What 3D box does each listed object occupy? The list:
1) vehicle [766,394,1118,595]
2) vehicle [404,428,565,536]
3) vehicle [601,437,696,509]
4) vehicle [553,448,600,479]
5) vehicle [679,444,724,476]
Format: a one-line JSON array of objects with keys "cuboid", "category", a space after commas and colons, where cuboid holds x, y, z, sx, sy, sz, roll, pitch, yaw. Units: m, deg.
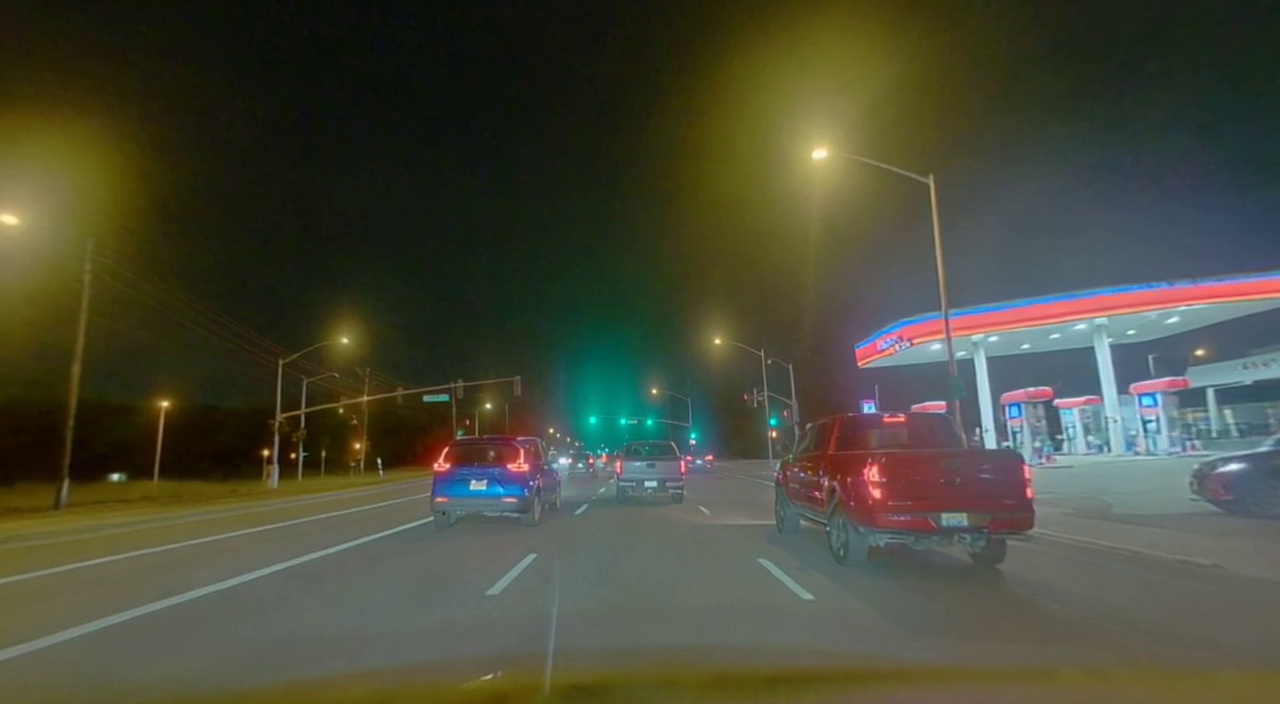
[{"cuboid": [3.362, 1.725, 8.629, 2.161, 1.868, 5.321, 0, -8, 0], "category": "vehicle"}, {"cuboid": [-2.788, 2.437, 12.444, 2.019, 1.731, 4.299, 0, -8, 1], "category": "vehicle"}, {"cuboid": [0.164, 3.110, 16.678, 2.181, 1.650, 4.083, 0, -8, -1], "category": "vehicle"}, {"cuboid": [-3.267, 5.812, 33.146, 1.954, 1.497, 4.078, 0, -8, 1], "category": "vehicle"}, {"cuboid": [3.466, 6.178, 36.386, 2.122, 1.745, 4.337, 0, -8, 0], "category": "vehicle"}]
